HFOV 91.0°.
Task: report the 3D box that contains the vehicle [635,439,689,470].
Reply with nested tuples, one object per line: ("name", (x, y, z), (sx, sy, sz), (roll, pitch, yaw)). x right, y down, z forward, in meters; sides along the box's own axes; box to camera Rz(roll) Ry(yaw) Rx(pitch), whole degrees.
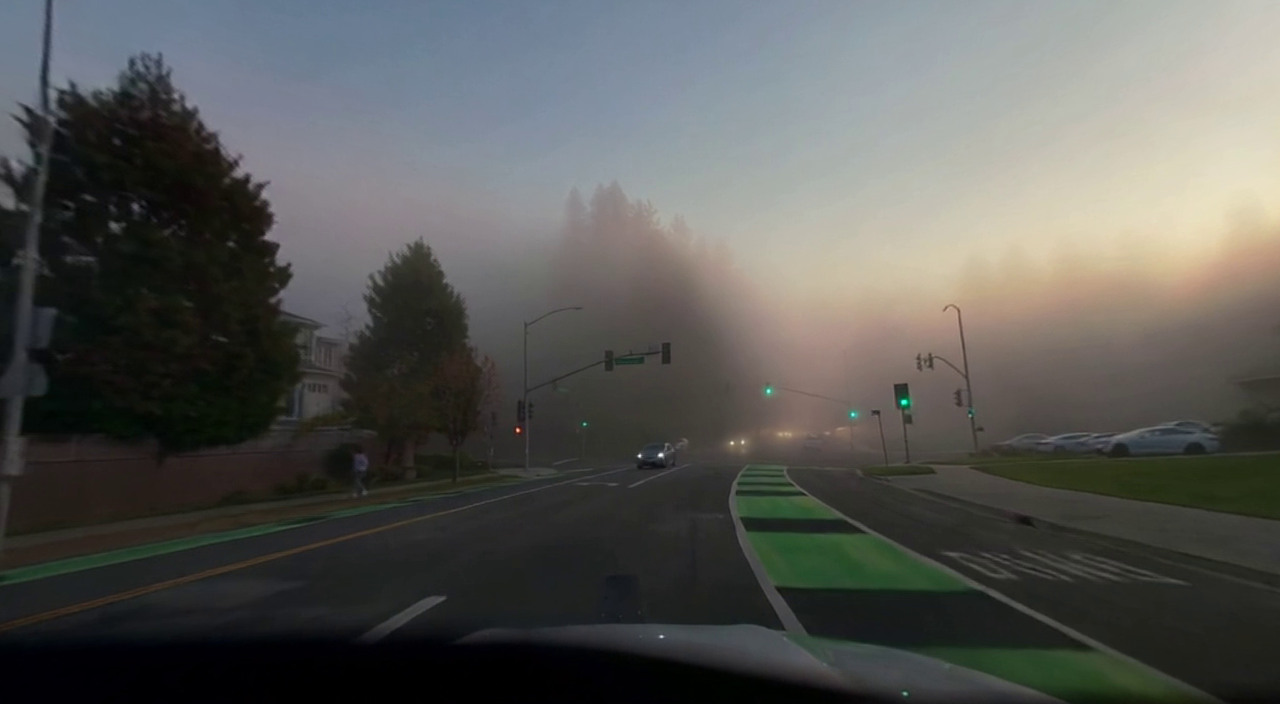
("vehicle", (1.234, 5.374, 33.253), (1.904, 1.489, 4.746), (-2, -9, 14))

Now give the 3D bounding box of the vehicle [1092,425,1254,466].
("vehicle", (22.317, 3.923, 26.742), (1.972, 1.477, 5.340), (-2, -7, -4))

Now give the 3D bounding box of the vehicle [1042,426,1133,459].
("vehicle", (22.702, 4.622, 32.184), (1.937, 1.474, 5.114), (-4, -9, 14))
